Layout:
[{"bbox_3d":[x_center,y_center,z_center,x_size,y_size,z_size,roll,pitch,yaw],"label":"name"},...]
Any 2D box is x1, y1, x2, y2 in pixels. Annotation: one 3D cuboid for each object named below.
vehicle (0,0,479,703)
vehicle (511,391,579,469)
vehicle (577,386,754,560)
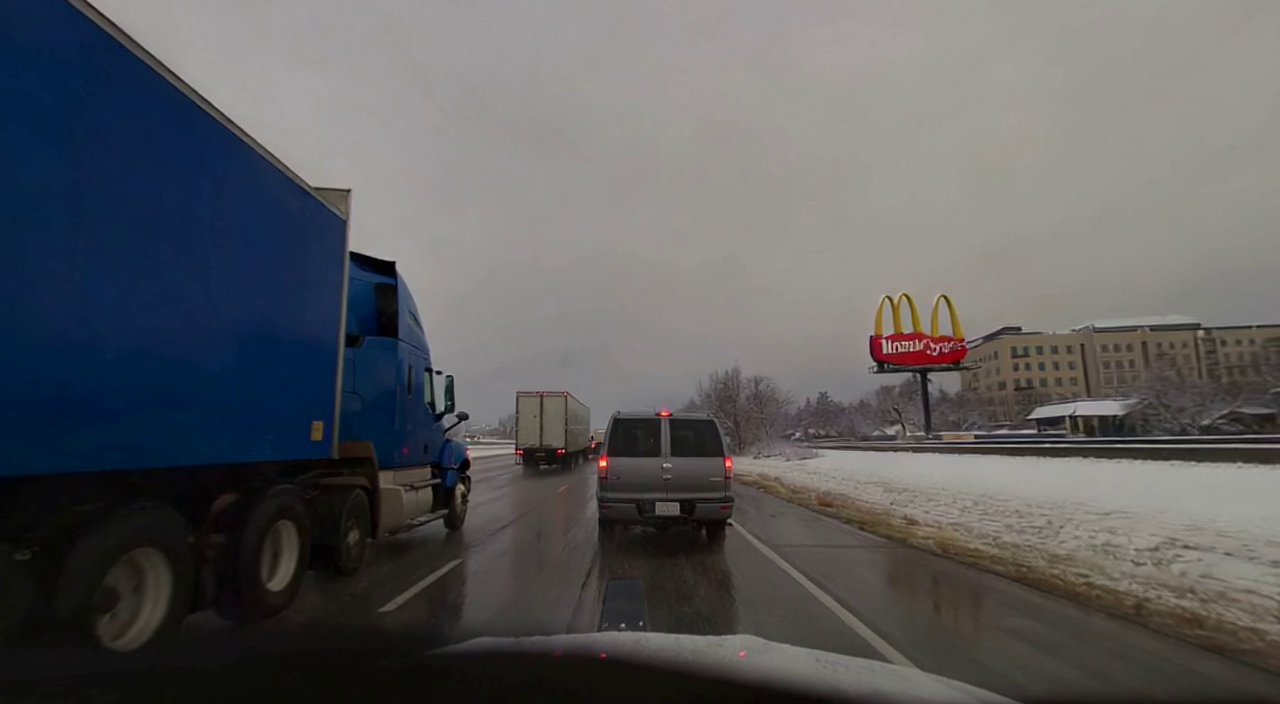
[{"bbox_3d":[-3.955,0.383,5.775,2.814,3.513,8.529,0,-9,-1],"label":"vehicle"},{"bbox_3d":[-4.837,4.322,33.976,2.617,3.604,9.499,0,-9,-3],"label":"vehicle"},{"bbox_3d":[0.178,1.645,9.082,1.947,1.910,4.040,0,-9,-3],"label":"vehicle"}]
